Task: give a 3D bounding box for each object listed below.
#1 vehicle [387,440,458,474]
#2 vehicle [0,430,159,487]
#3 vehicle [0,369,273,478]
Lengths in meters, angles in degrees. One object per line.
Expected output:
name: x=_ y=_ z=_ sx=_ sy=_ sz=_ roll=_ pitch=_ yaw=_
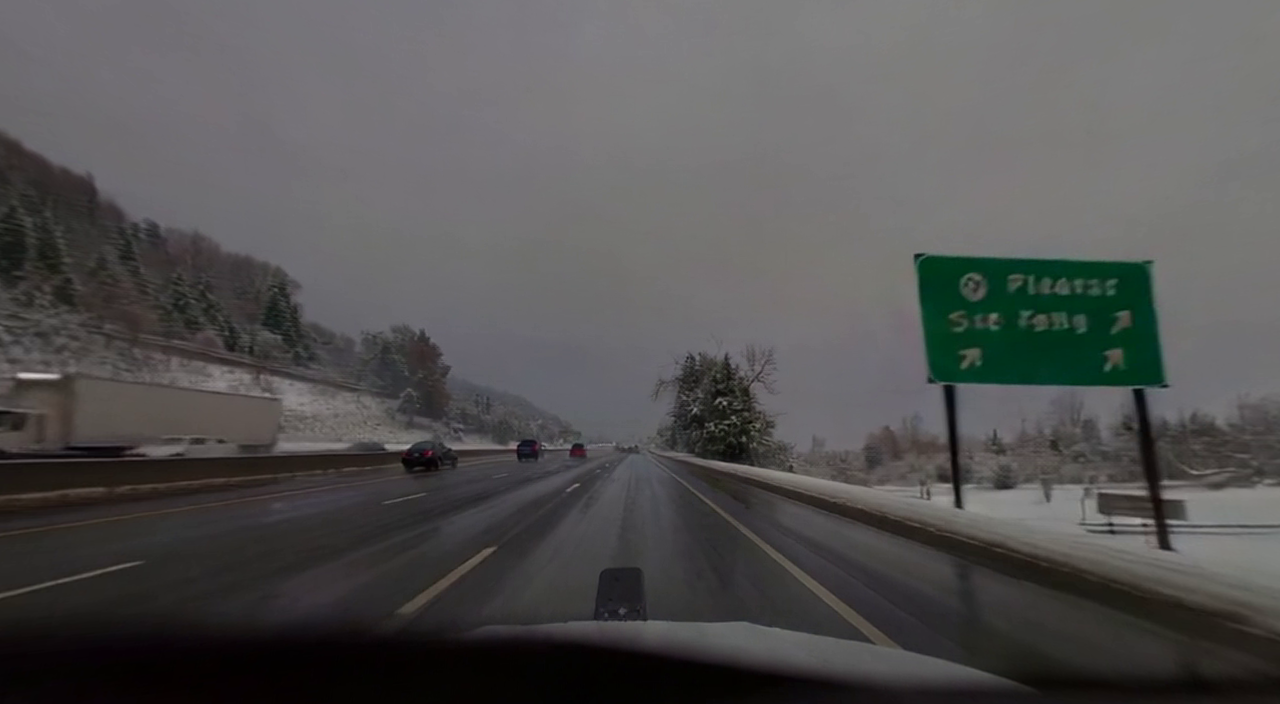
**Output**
vehicle: x=-11.058 y=5.346 z=32.317 sx=2.001 sy=1.625 sz=4.528 roll=0 pitch=-8 yaw=0
vehicle: x=-17.570 y=3.225 z=19.391 sx=1.940 sy=1.542 sz=4.410 roll=0 pitch=-8 yaw=0
vehicle: x=-21.944 y=3.417 z=28.398 sx=2.931 sy=3.787 sz=12.999 roll=0 pitch=-8 yaw=0
